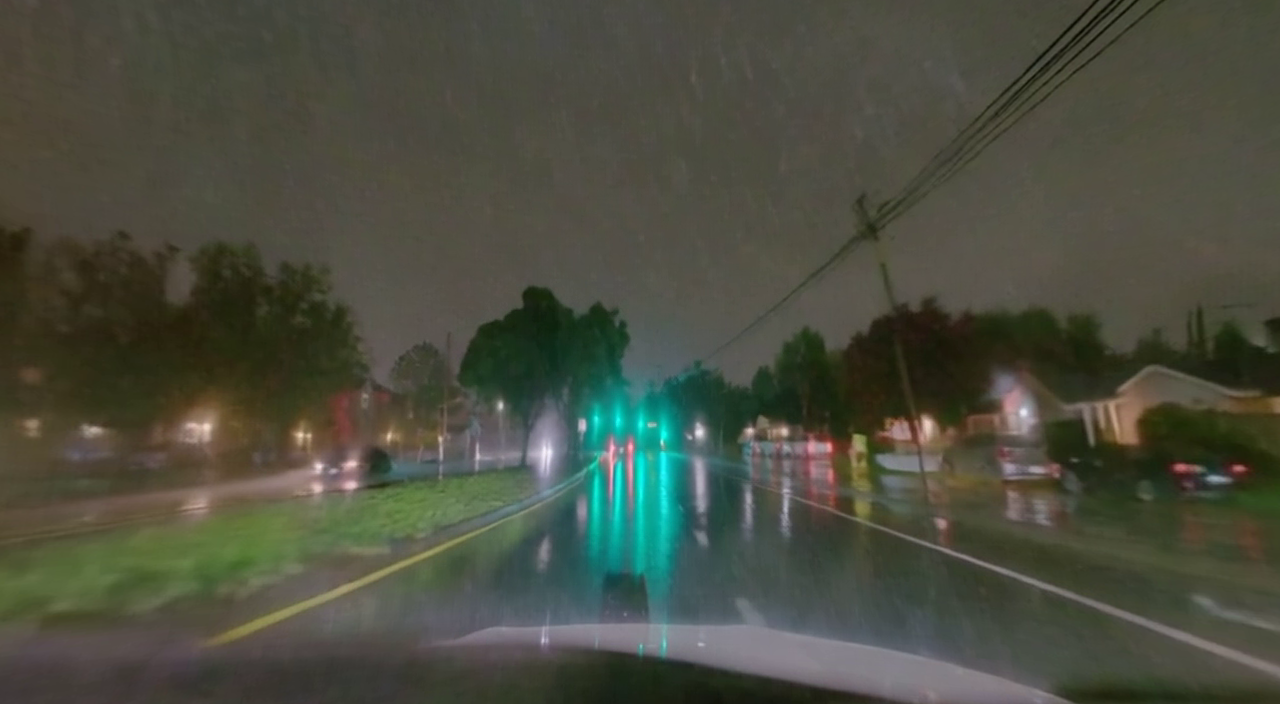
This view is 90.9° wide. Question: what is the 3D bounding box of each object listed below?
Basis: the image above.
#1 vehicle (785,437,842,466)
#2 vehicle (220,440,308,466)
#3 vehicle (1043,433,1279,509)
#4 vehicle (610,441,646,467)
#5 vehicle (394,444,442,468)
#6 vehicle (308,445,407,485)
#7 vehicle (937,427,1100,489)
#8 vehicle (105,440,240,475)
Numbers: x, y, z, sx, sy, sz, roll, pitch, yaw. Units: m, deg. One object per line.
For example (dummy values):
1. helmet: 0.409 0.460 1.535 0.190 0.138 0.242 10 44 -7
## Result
1. vehicle: 11.210 6.457 41.056 2.147 1.767 5.125 0 -9 -1
2. vehicle: -23.512 6.336 39.497 4.184 1.528 1.990 0 -9 -3
3. vehicle: 11.620 2.622 14.377 1.838 1.443 4.563 0 -9 0
4. vehicle: -0.761 6.252 38.805 2.113 1.462 4.203 0 -9 -2
5. vehicle: -15.632 7.332 44.568 1.884 1.540 3.927 0 -9 0
6. vehicle: -11.119 4.437 25.181 1.910 1.431 4.426 0 -9 0
7. vehicle: 11.562 3.275 19.767 2.156 1.689 4.774 0 -9 1
8. vehicle: -21.012 4.745 28.443 4.547 1.484 1.914 0 -9 0
